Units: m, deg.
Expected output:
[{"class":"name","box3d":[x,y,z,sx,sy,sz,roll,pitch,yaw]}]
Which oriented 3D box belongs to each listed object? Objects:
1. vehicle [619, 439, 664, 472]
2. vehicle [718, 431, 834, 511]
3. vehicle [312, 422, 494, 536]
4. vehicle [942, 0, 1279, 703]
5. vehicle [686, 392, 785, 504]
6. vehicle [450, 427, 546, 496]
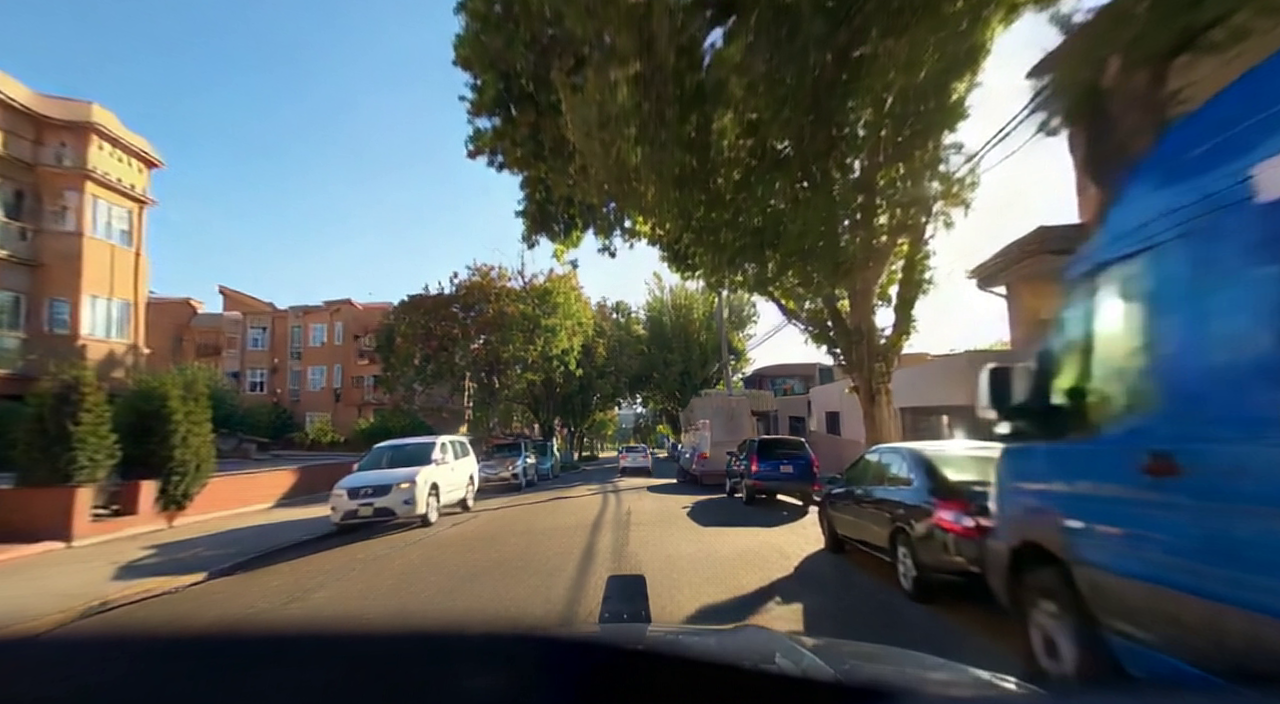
[{"class":"vehicle","box3d":[0.126,5.029,30.828,2.095,1.510,3.605,0,-8,2]},{"class":"vehicle","box3d":[3.086,2.756,15.184,1.901,1.649,4.118,0,-8,0]},{"class":"vehicle","box3d":[-4.303,2.280,12.222,1.951,1.662,4.046,1,-4,0]},{"class":"vehicle","box3d":[3.048,0.201,0.967,2.245,2.843,5.762,0,-8,0]},{"class":"vehicle","box3d":[2.922,2.912,21.008,2.489,3.082,6.627,1,-4,2]},{"class":"vehicle","box3d":[-4.540,3.502,20.845,2.022,1.721,4.355,1,-3,2]}]
